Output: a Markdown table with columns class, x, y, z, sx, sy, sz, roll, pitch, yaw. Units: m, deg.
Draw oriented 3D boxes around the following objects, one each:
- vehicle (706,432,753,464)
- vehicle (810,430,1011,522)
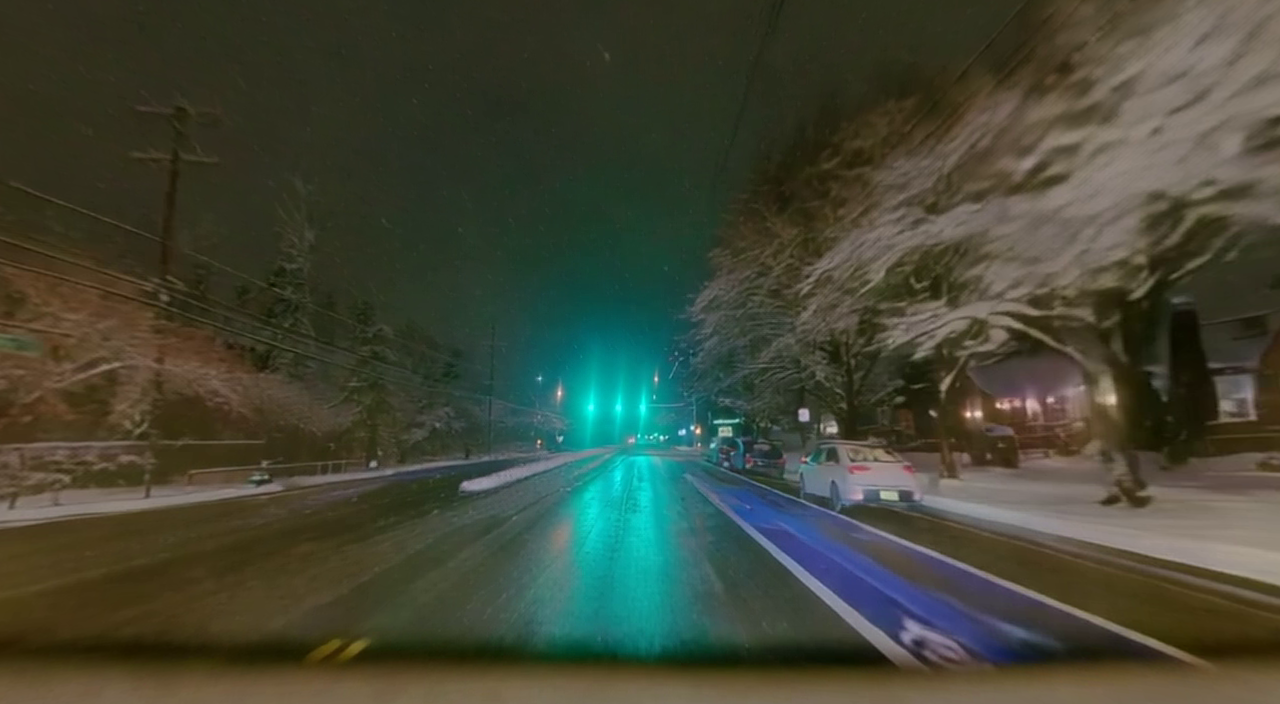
| class | x | y | z | sx | sy | sz | roll | pitch | yaw |
| --- | --- | --- | --- | --- | --- | --- | --- | --- | --- |
| vehicle | 5.263 | 5.700 | 37.572 | 2.069 | 1.743 | 4.595 | 0 | -8 | 0 |
| vehicle | 5.094 | 2.387 | 12.856 | 2.032 | 1.478 | 5.040 | 0 | -8 | 2 |
